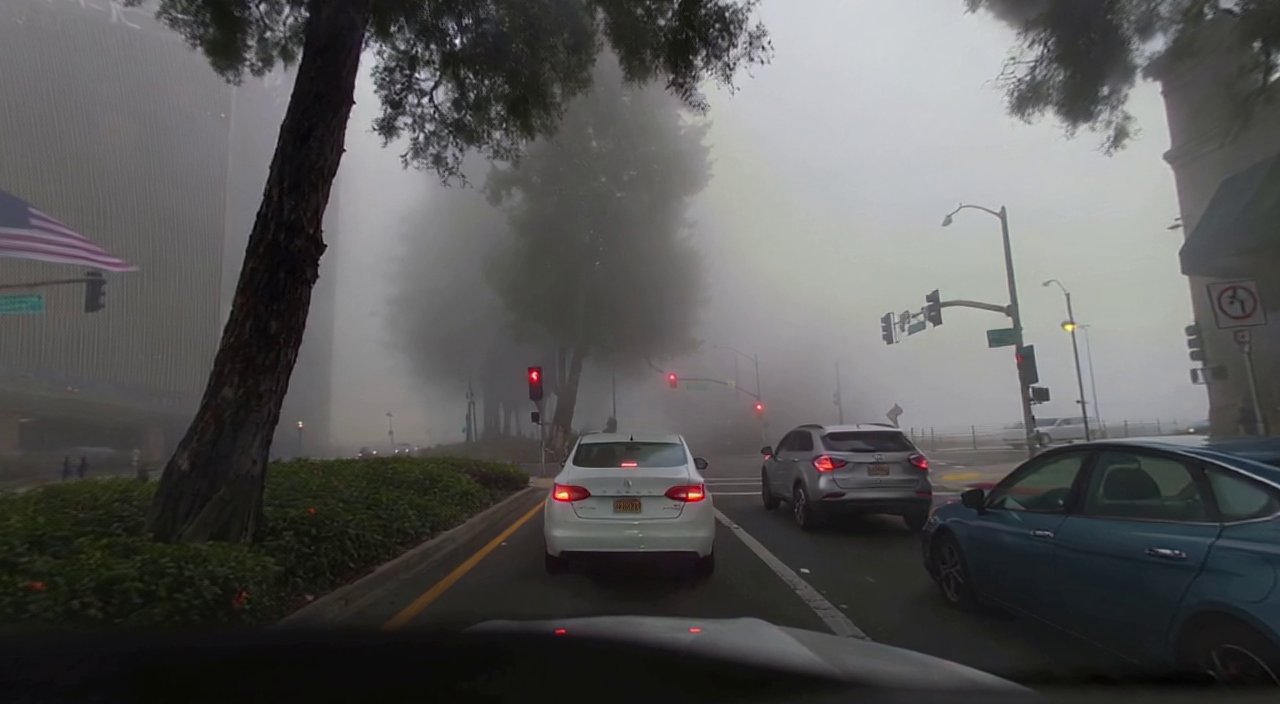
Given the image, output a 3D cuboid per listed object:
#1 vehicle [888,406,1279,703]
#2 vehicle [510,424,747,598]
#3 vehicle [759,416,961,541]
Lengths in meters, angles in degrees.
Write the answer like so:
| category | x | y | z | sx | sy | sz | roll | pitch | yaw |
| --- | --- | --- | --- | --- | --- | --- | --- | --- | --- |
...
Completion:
| category | x | y | z | sx | sy | sz | roll | pitch | yaw |
| --- | --- | --- | --- | --- | --- | --- | --- | --- | --- |
| vehicle | 3.382 | 1.180 | 4.022 | 1.833 | 1.465 | 4.258 | 0 | -8 | -1 |
| vehicle | -0.109 | 1.699 | 7.558 | 2.096 | 1.521 | 3.747 | 0 | -8 | 0 |
| vehicle | 3.520 | 2.115 | 11.217 | 1.978 | 1.738 | 4.599 | 0 | -8 | 1 |
